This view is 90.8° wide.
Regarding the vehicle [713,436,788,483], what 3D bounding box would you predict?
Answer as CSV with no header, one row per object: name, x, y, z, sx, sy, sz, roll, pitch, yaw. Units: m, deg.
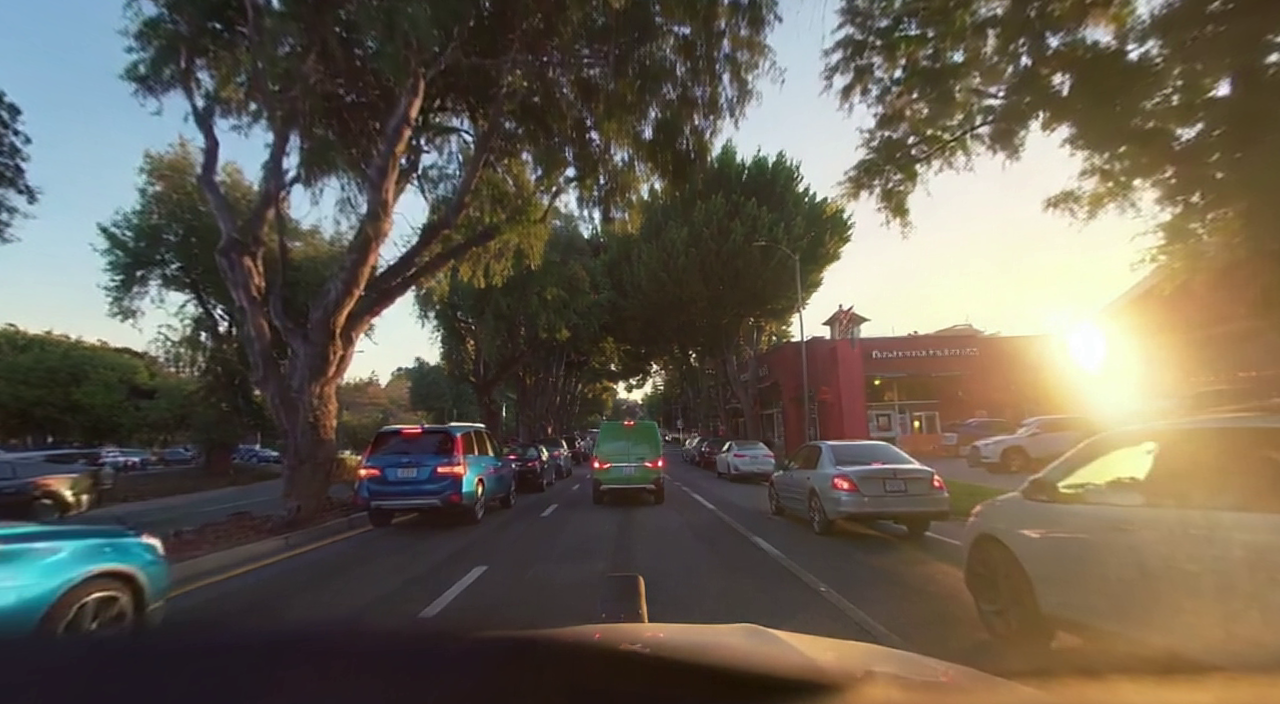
vehicle,3.875,3.868,22.917,1.875,1.521,4.192,0,-9,-1

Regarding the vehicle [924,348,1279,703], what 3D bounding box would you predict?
vehicle,3.408,0.927,3.014,2.047,1.671,4.267,0,-9,-1

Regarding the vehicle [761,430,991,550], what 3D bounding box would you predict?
vehicle,3.376,2.053,10.106,1.900,1.477,4.352,0,-9,-1

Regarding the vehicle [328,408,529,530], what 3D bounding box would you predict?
vehicle,-3.651,2.134,12.020,2.231,1.853,4.461,0,-9,1

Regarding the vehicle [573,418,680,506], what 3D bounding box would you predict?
vehicle,-0.343,2.625,15.442,2.238,1.825,4.190,0,-9,-1

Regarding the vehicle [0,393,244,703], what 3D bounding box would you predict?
vehicle,-3.718,0.839,1.986,2.051,1.522,4.509,0,-9,-1

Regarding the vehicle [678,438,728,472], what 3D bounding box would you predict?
vehicle,2.988,4.972,30.692,1.903,1.529,3.649,0,-9,-2
